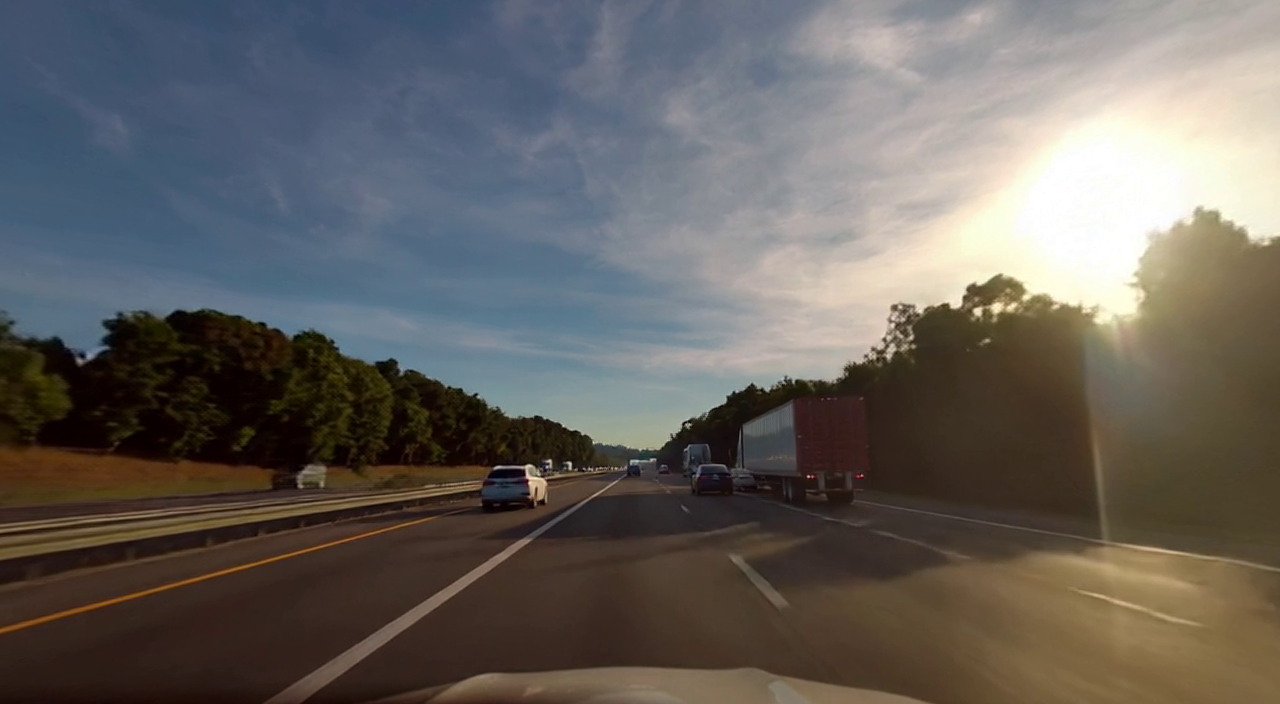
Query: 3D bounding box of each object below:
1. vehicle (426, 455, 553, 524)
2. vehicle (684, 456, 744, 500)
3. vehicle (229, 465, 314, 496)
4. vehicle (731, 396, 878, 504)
[{"bbox_3d":[-3.728,3.531,16.556,2.065,1.485,4.682,1,-10,1],"label":"vehicle"},{"bbox_3d":[3.186,5.561,27.936,2.050,1.708,4.457,1,-10,-1],"label":"vehicle"},{"bbox_3d":[-18.684,6.521,32.101,1.820,1.466,4.099,1,-10,0],"label":"vehicle"},{"bbox_3d":[7.567,5.325,32.898,2.861,4.086,17.499,1,-10,-1],"label":"vehicle"}]
